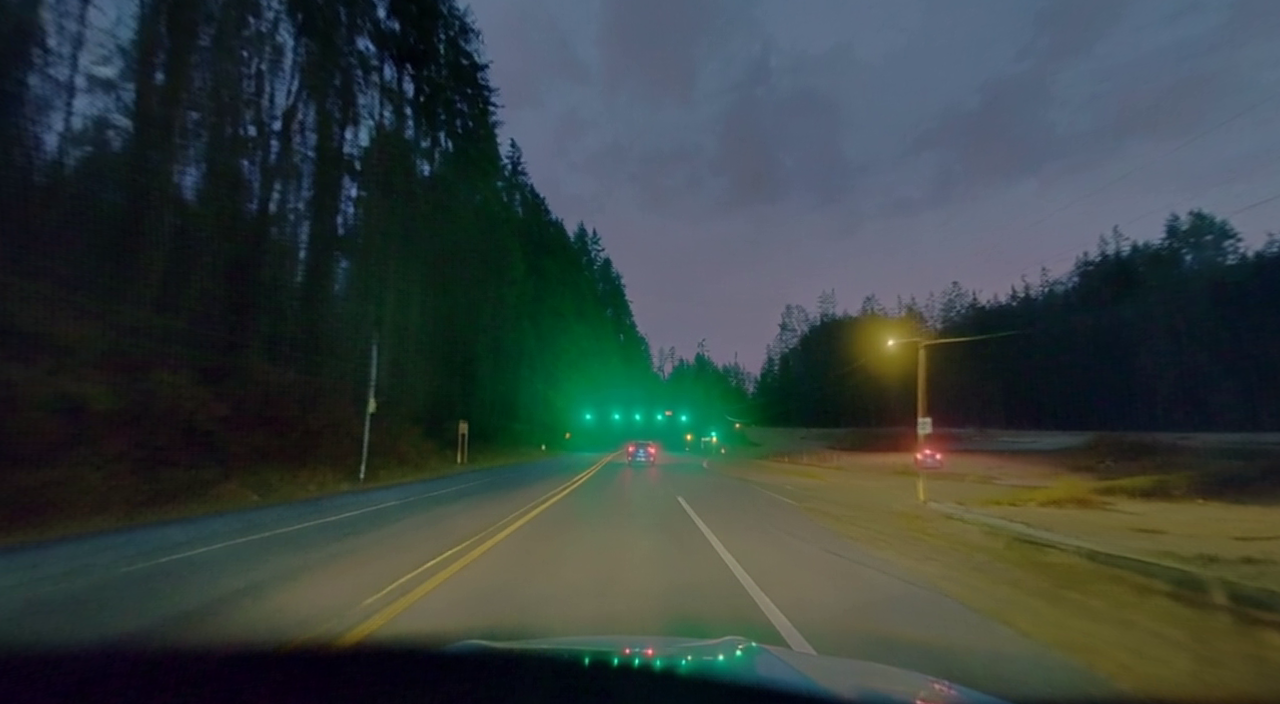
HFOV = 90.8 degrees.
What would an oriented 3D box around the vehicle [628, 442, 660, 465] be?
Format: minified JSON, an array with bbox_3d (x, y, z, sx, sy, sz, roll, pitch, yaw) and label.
[{"bbox_3d":[0.313,6.855,42.752,2.042,1.489,3.963,-1,-9,2],"label":"vehicle"}]
